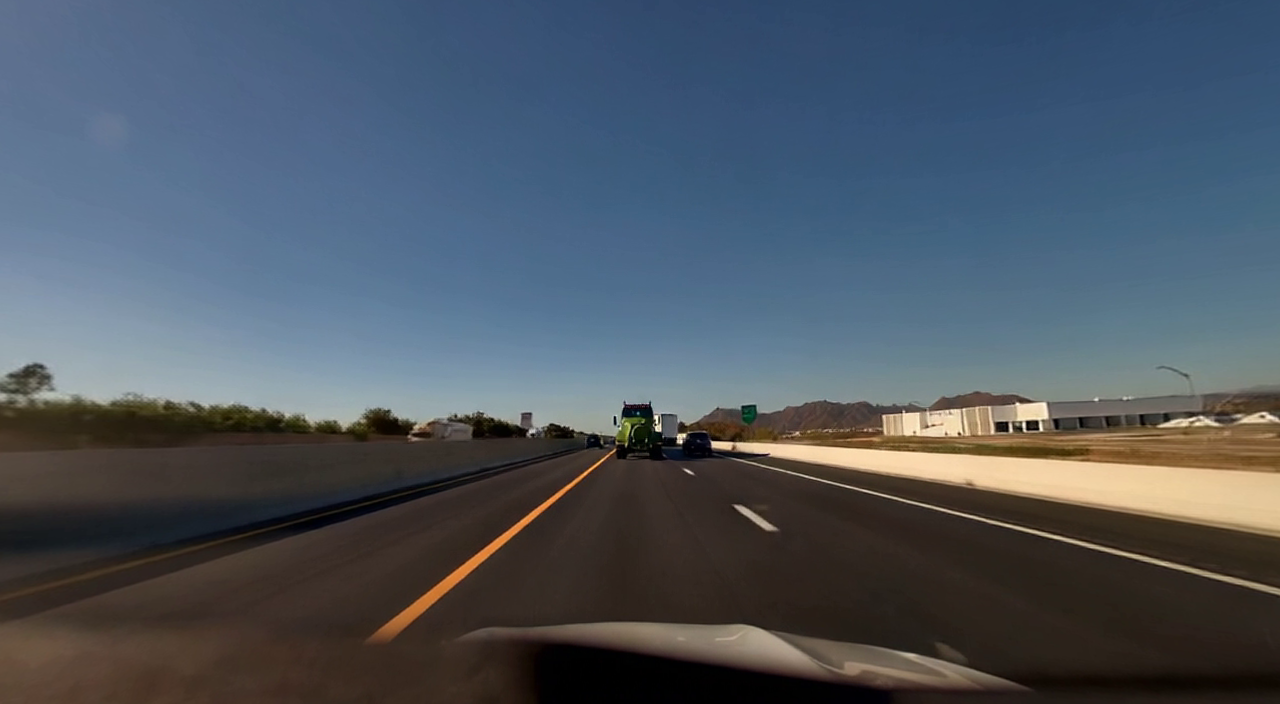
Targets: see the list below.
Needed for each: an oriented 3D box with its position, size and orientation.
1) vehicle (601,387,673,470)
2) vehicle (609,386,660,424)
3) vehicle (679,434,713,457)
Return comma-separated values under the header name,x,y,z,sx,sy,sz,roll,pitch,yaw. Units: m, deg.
name,x,y,z,sx,sy,sz,roll,pitch,yaw
vehicle,-0.318,4.007,32.673,2.953,3.406,13.372,0,-7,-2
vehicle,-0.234,2.421,28.121,2.112,1.472,4.240,0,-8,0
vehicle,3.795,6.418,43.210,1.910,1.492,4.324,0,-8,-1
